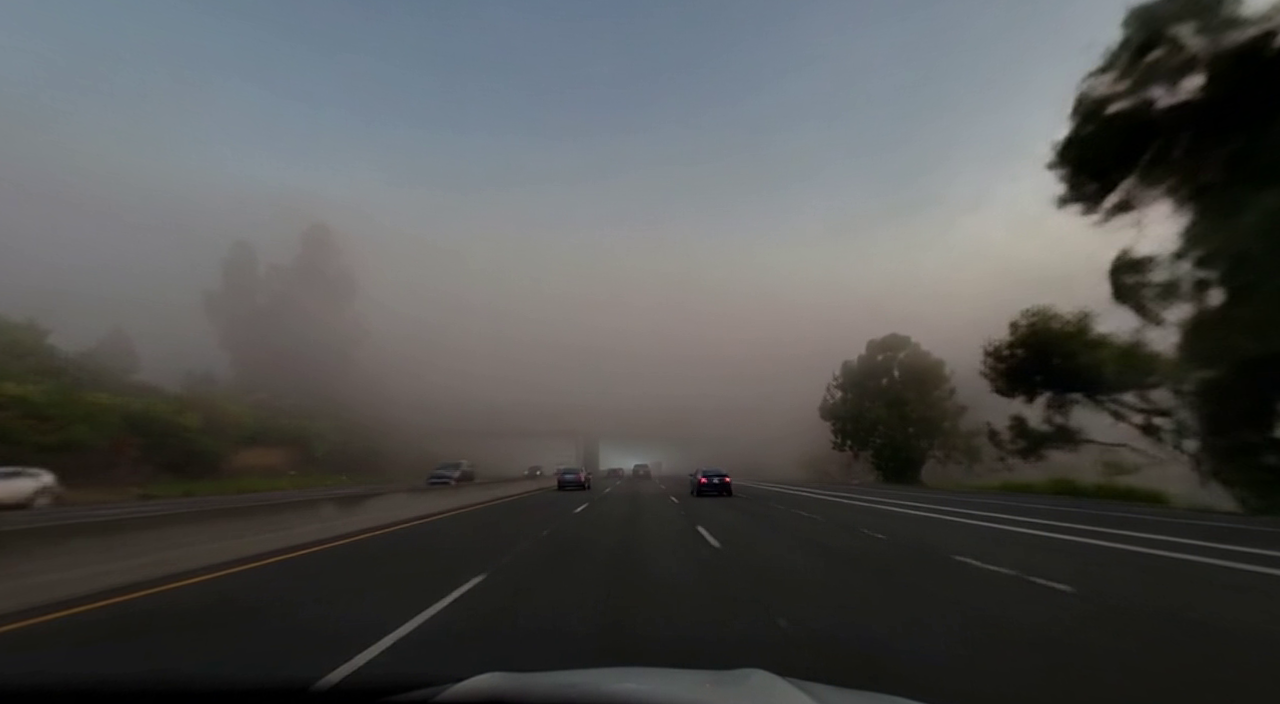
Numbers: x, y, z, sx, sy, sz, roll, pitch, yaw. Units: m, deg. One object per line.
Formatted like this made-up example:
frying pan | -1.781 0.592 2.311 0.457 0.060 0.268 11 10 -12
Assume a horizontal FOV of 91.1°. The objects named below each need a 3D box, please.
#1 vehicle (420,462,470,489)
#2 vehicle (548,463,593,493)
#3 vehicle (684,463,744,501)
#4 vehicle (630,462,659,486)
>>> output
vehicle | -13.413 8.525 43.527 1.934 1.661 4.526 1 -10 1
vehicle | -3.790 6.940 34.803 1.975 1.486 3.903 1 -10 0
vehicle | 3.259 5.869 28.591 2.092 1.518 4.348 1 -10 -1
vehicle | 0.331 9.436 48.795 2.181 1.698 4.056 1 -10 0
